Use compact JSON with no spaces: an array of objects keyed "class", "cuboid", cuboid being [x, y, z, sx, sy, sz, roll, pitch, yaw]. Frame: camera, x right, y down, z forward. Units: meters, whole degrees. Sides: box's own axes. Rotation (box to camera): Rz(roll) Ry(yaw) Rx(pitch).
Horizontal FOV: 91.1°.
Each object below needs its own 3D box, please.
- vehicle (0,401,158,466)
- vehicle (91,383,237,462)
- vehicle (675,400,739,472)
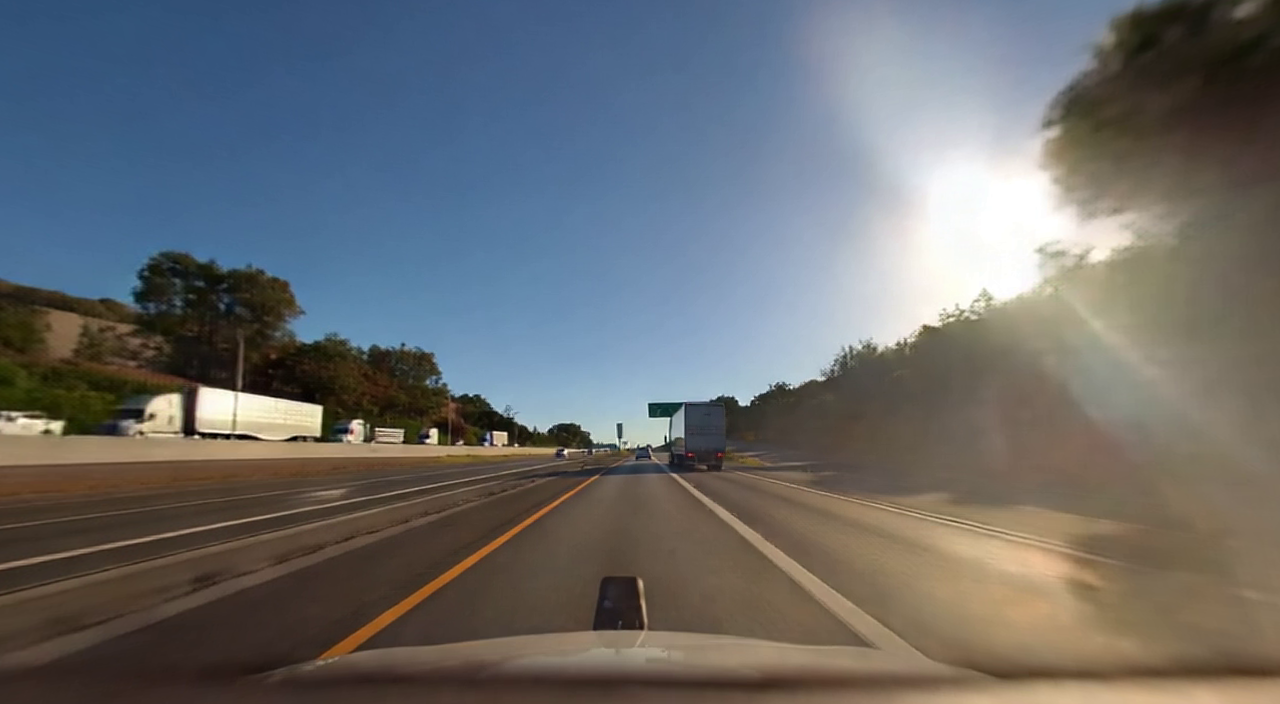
[{"class":"vehicle","cuboid":[-41.558,5.581,42.673,13.324,4.137,3.346,9,-12,-44]},{"class":"vehicle","cuboid":[-26.389,4.069,35.364,3.155,4.020,6.162,-1,-9,1]},{"class":"vehicle","cuboid":[4.234,5.841,42.965,3.185,4.154,12.638,0,-9,1]}]
